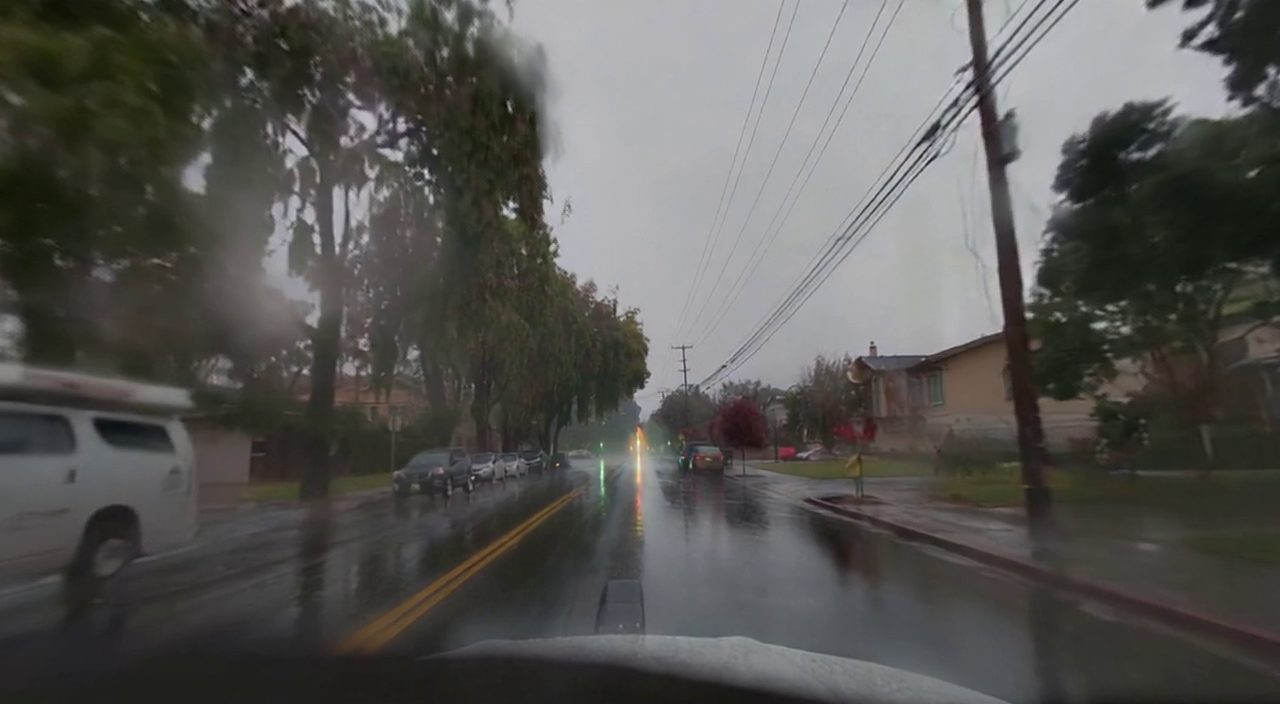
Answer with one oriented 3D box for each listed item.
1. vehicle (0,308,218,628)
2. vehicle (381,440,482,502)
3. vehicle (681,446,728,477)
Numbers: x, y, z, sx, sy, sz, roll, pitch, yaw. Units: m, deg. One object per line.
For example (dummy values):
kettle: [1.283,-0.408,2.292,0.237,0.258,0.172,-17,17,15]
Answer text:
vehicle: [-6.756,0.995,5.341,2.439,2.724,5.647,-1,-10,-1]
vehicle: [-6.768,3.876,21.025,1.963,1.820,4.297,0,-9,-1]
vehicle: [3.305,5.726,33.302,1.869,1.453,4.237,0,-9,-2]
